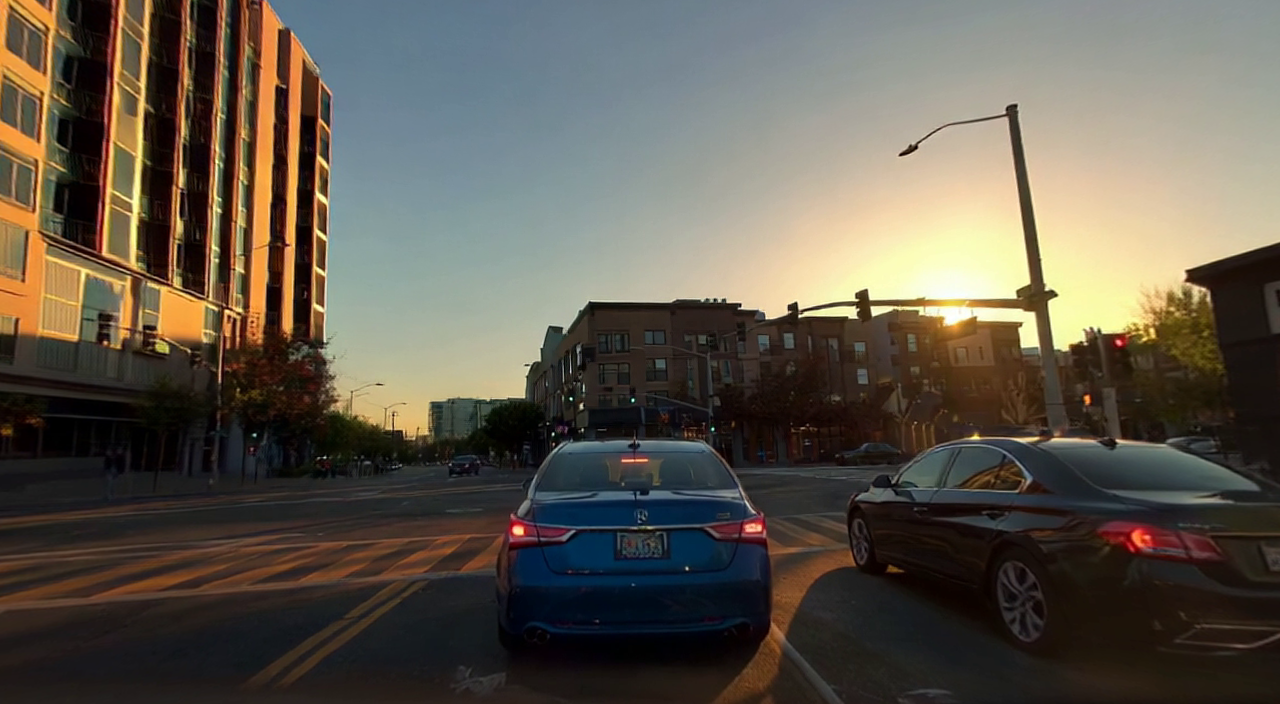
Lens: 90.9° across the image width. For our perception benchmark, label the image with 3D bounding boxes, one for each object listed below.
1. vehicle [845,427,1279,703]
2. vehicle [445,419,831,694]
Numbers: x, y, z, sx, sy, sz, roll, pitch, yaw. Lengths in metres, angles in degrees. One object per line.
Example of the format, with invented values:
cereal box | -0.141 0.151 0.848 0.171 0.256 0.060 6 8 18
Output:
vehicle | 3.355 1.397 5.184 1.860 1.430 4.089 0 -8 -1
vehicle | -0.054 1.416 5.547 2.094 1.481 4.078 0 -8 -1
